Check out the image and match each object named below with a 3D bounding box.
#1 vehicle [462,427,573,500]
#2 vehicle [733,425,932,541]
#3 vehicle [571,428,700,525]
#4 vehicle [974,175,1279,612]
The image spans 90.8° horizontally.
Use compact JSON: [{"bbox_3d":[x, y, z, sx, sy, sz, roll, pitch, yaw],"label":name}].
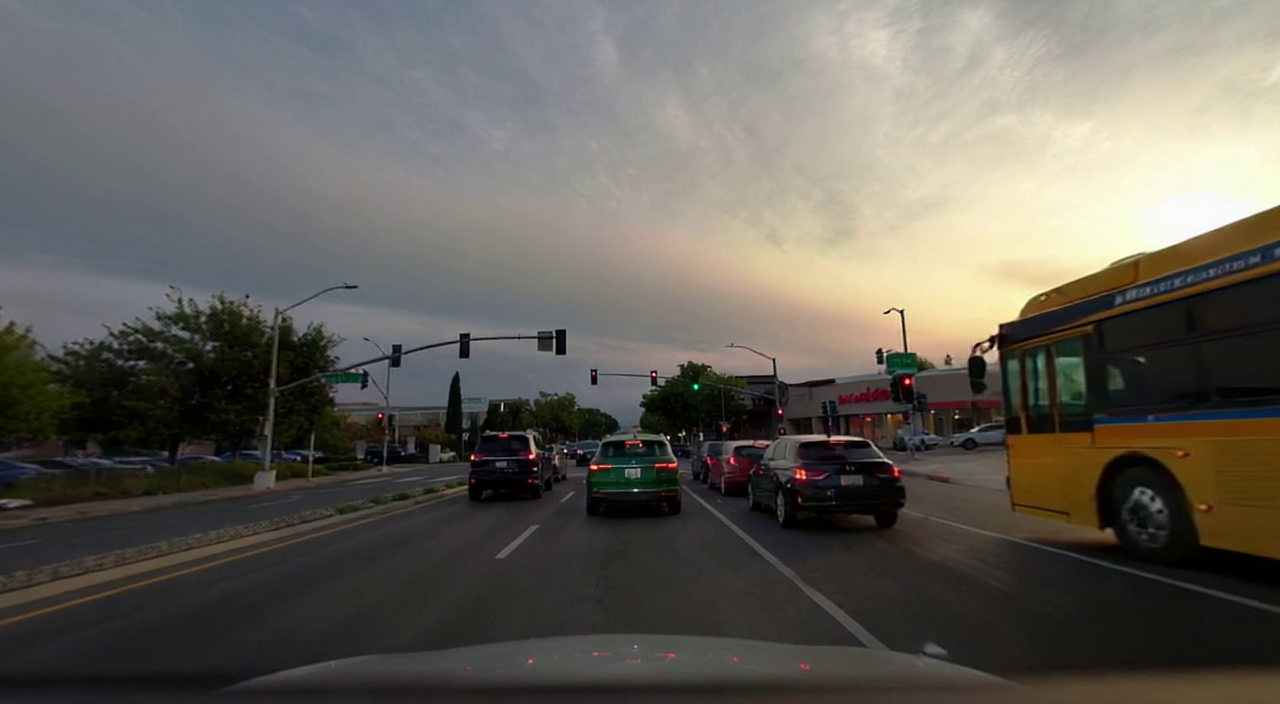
[{"bbox_3d":[-3.139,2.976,17.245,2.180,1.708,4.397,0,-8,0],"label":"vehicle"},{"bbox_3d":[2.877,2.059,10.600,1.922,1.508,4.330,0,-8,0],"label":"vehicle"},{"bbox_3d":[-0.079,2.293,12.124,2.071,1.525,3.723,0,-8,0],"label":"vehicle"},{"bbox_3d":[6.459,0.183,3.950,3.197,3.269,9.836,0,-8,-1],"label":"vehicle"}]
